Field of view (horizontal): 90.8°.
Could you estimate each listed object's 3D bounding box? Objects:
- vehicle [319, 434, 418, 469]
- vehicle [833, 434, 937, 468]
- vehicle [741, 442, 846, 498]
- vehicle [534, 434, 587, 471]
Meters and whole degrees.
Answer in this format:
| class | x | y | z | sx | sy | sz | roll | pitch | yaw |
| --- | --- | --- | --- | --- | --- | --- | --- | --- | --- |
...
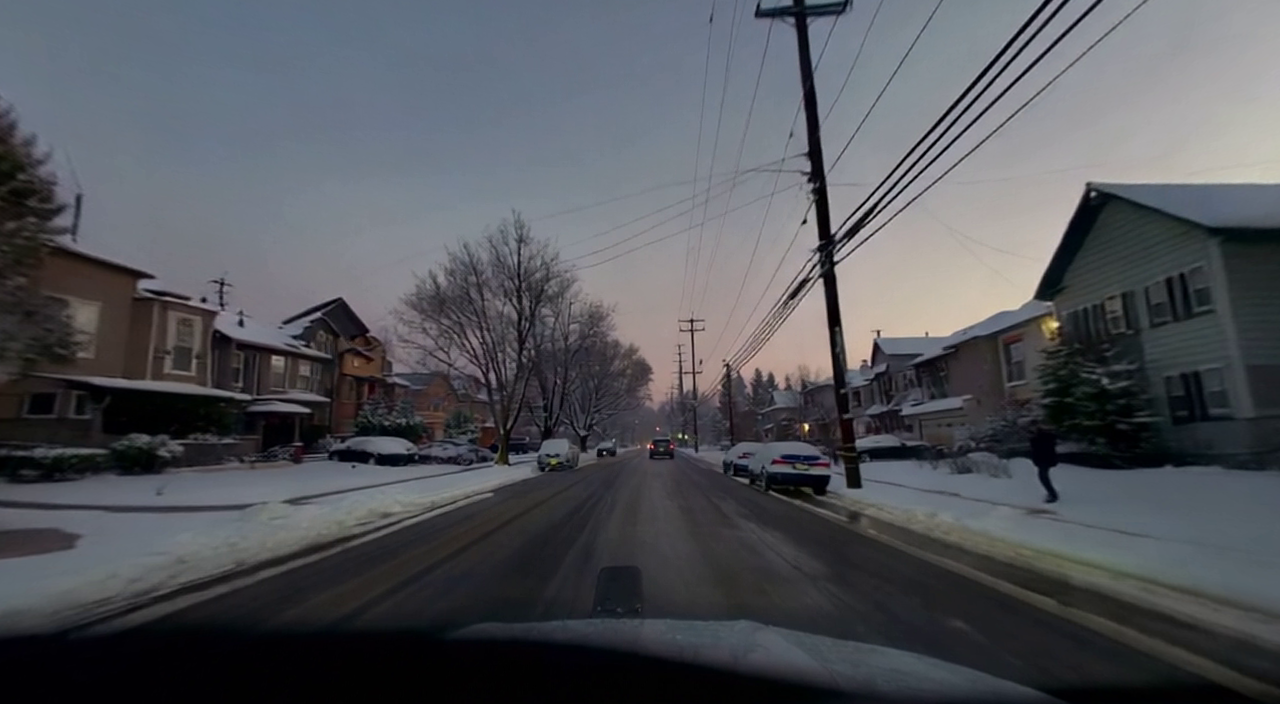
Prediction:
| class | x | y | z | sx | sy | sz | roll | pitch | yaw |
| --- | --- | --- | --- | --- | --- | --- | --- | --- | --- |
| vehicle | -13.910 | 5.053 | 32.305 | 4.702 | 1.675 | 1.984 | -4 | -9 | 26 |
| vehicle | 12.636 | 5.129 | 32.807 | 4.583 | 1.709 | 1.977 | -1 | -8 | 5 |
| vehicle | 4.425 | 3.452 | 18.964 | 2.031 | 1.471 | 4.328 | 0 | -8 | 0 |
| vehicle | -4.217 | 5.400 | 34.511 | 2.164 | 1.810 | 5.044 | 1 | -7 | 1 |
